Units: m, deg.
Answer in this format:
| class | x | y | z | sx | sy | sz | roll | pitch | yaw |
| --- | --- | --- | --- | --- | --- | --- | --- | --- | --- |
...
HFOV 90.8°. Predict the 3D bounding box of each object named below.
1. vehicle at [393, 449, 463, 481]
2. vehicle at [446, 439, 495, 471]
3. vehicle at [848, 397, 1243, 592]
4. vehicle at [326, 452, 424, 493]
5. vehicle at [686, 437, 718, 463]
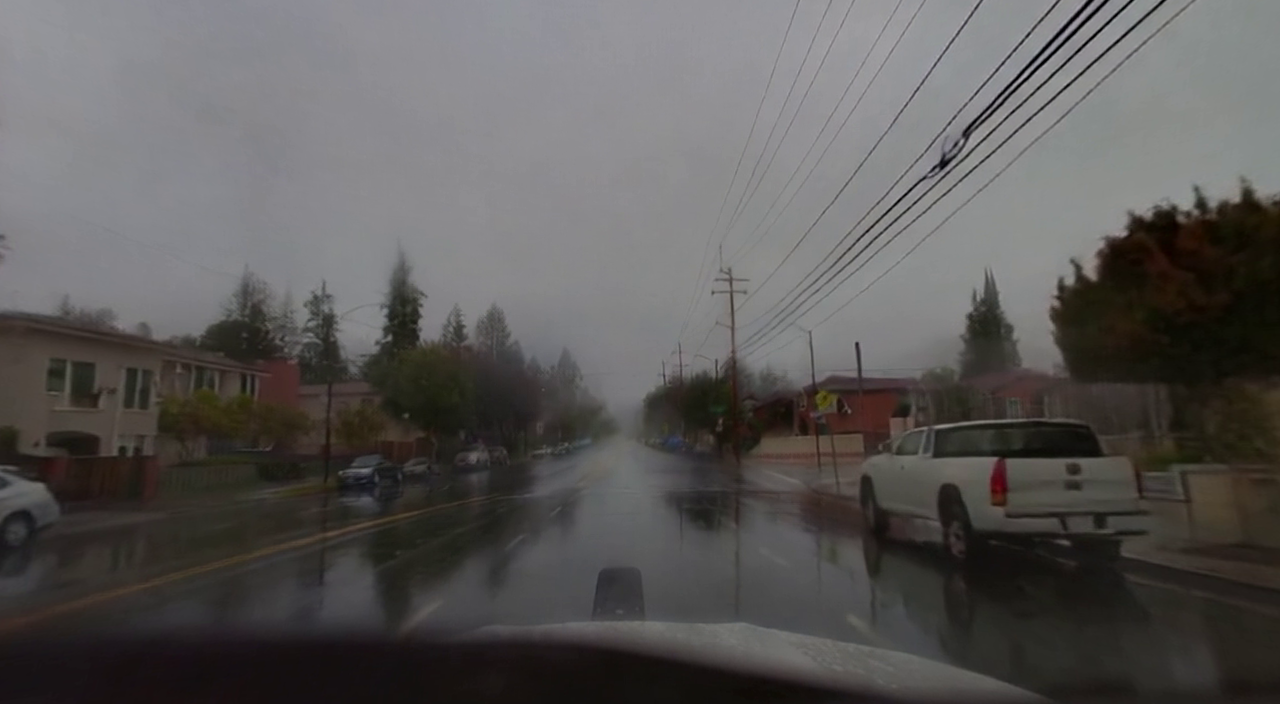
| class | x | y | z | sx | sy | sz | roll | pitch | yaw |
| --- | --- | --- | --- | --- | --- | --- | --- | --- | --- |
| vehicle | -11.129 | 5.937 | 33.554 | 2.082 | 1.540 | 4.654 | 0 | -8 | 0 |
| vehicle | -11.223 | 6.850 | 42.278 | 2.056 | 1.980 | 4.763 | 0 | -8 | -1 |
| vehicle | 4.518 | 1.647 | 8.116 | 2.126 | 1.802 | 4.259 | 0 | -8 | -2 |
| vehicle | -11.166 | 5.073 | 27.050 | 1.970 | 1.523 | 4.702 | -1 | -8 | 2 |
| vehicle | 4.293 | 6.844 | 44.277 | 1.867 | 1.680 | 4.176 | 0 | -8 | 0 |
